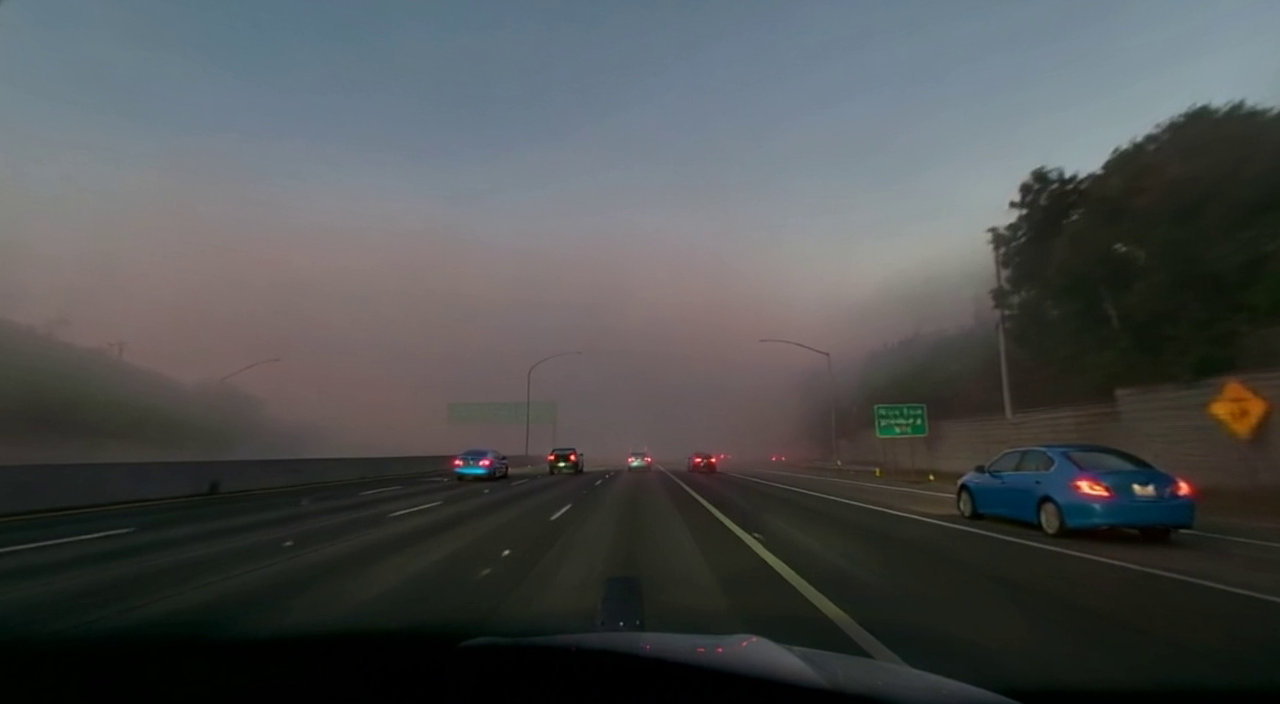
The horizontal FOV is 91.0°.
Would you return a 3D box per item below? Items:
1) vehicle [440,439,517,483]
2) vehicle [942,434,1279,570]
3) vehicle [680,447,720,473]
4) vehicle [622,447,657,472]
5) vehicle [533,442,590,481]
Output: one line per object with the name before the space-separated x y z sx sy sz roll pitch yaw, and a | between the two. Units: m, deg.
vehicle | -6.781 4.621 26.997 2.112 1.721 4.381 0 -9 0
vehicle | 6.795 2.124 9.787 1.981 1.587 4.519 0 -9 0
vehicle | 3.805 6.892 40.535 2.077 1.527 4.553 0 -9 -1
vehicle | -0.021 7.029 41.475 2.166 1.496 4.158 0 -9 0
vehicle | -3.576 5.068 29.521 2.091 1.664 4.157 0 -9 1
